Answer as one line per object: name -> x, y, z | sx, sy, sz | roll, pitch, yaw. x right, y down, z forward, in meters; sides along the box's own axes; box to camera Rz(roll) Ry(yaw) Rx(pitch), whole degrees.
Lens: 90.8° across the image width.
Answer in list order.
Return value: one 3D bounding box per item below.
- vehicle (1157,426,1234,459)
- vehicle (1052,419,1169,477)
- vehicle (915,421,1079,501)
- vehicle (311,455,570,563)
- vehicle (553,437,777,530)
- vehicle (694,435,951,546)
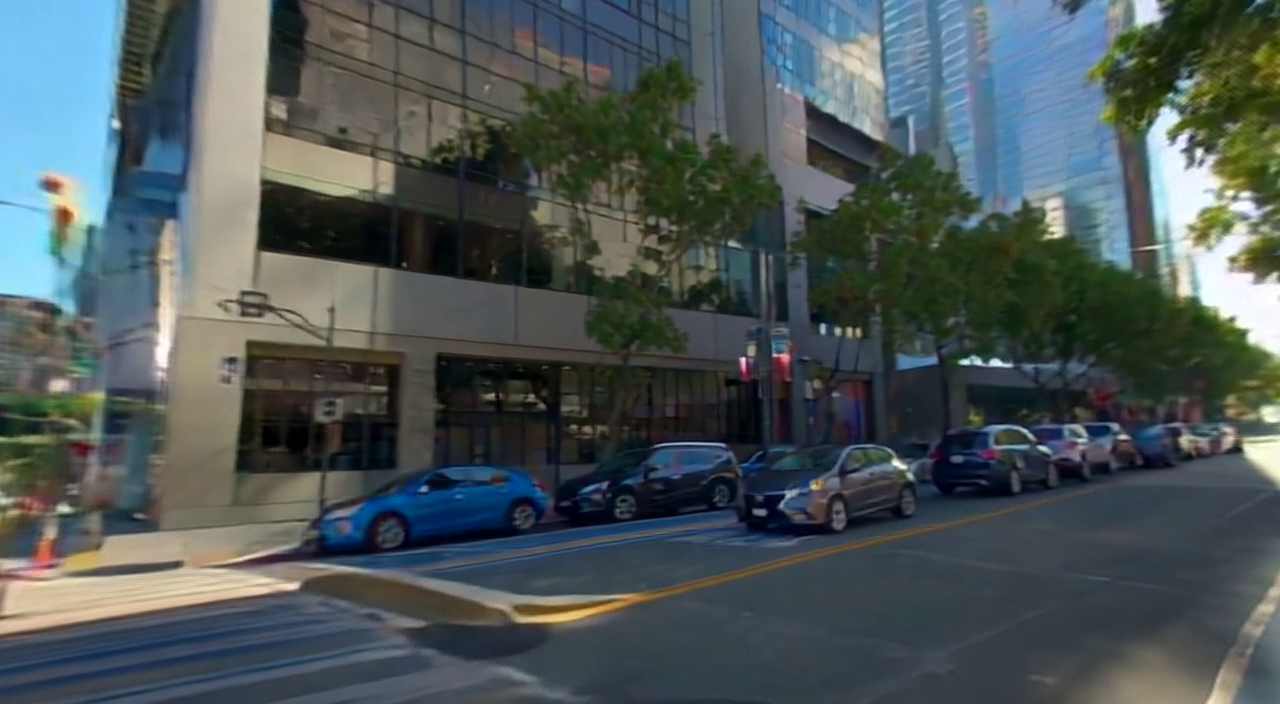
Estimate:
vehicle -> 29.455, 4.779, 33.458 | 4.783, 1.621, 2.266 | 6, -11, -40
vehicle -> 16.918, 3.416, 22.656 | 4.472, 1.848, 2.225 | 6, -10, -40
vehicle -> 9.525, 2.838, 16.731 | 4.573, 1.814, 2.173 | 6, -12, -40
vehicle -> -4.023, 3.183, 13.249 | 4.705, 1.732, 1.996 | 7, -17, -41
vehicle -> 0.855, 3.497, 17.460 | 6.107, 2.086, 2.348 | 6, -14, -41
vehicle -> 3.433, 2.304, 11.390 | 4.888, 1.558, 2.017 | 6, -11, -40
